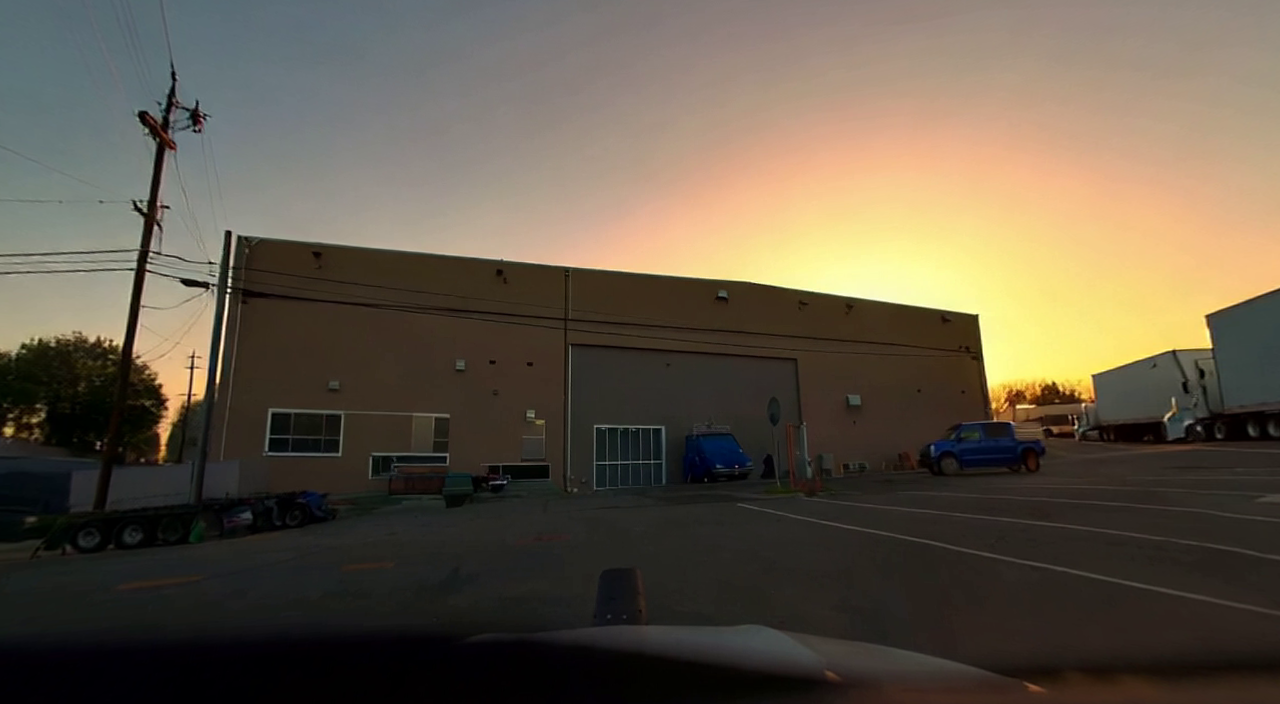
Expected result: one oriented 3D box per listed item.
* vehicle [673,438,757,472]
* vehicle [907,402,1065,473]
[{"bbox_3d":[4.892,6.775,41.666,5.207,2.103,1.997,0,-8,-4],"label":"vehicle"},{"bbox_3d":[17.445,4.409,32.123,6.271,3.004,2.298,-5,-10,4],"label":"vehicle"}]
